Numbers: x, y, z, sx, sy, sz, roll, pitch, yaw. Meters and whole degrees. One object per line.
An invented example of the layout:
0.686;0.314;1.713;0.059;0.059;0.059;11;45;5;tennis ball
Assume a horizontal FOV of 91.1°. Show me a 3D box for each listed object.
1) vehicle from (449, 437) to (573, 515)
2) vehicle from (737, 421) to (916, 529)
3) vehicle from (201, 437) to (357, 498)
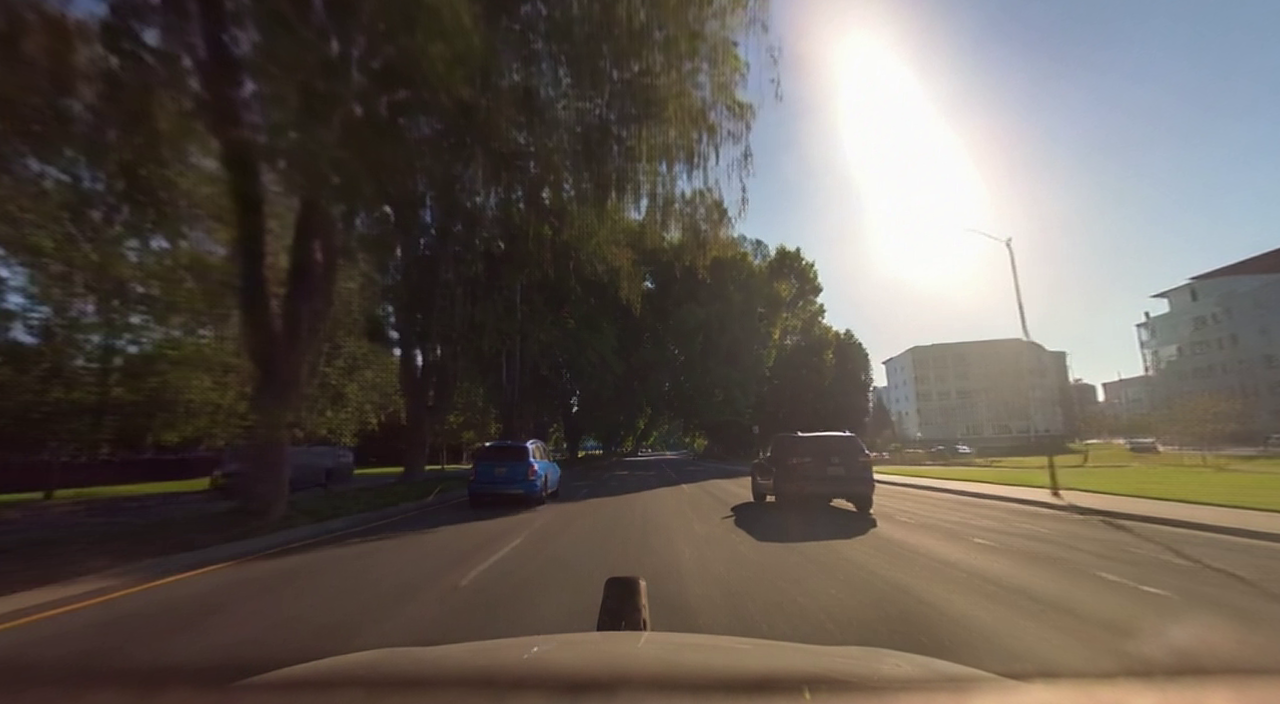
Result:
-2.961;2.948;15.457;2.025;1.635;4.293;0;-9;2;vehicle
3.481;2.422;12.966;2.087;1.759;5.040;0;-9;-1;vehicle
-19.478;6.256;34.923;2.891;2.907;9.406;0;-9;1;vehicle
